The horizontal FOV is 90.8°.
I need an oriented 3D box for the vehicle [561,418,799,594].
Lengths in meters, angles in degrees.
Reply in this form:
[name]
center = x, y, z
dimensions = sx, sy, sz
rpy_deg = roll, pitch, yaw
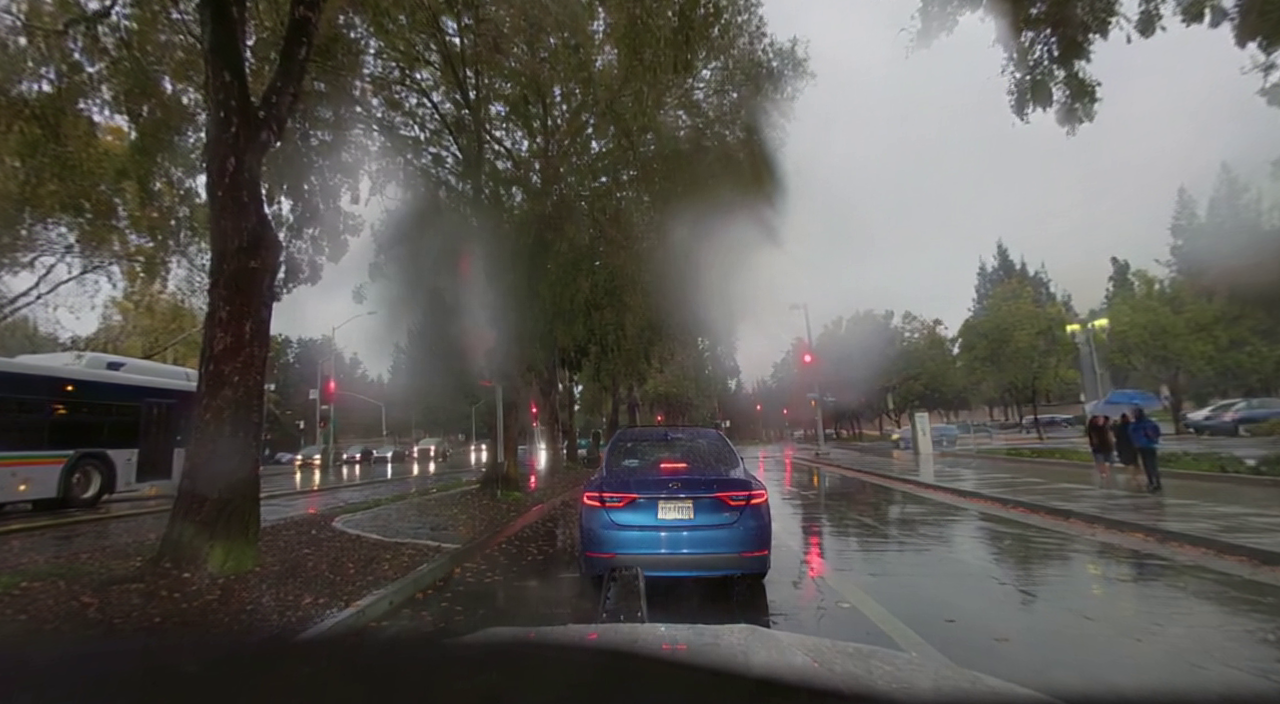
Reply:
[vehicle]
center = 0.382, 1.611, 7.407
dimensions = 2.035, 1.499, 3.799
rpy_deg = 0, -8, 1
